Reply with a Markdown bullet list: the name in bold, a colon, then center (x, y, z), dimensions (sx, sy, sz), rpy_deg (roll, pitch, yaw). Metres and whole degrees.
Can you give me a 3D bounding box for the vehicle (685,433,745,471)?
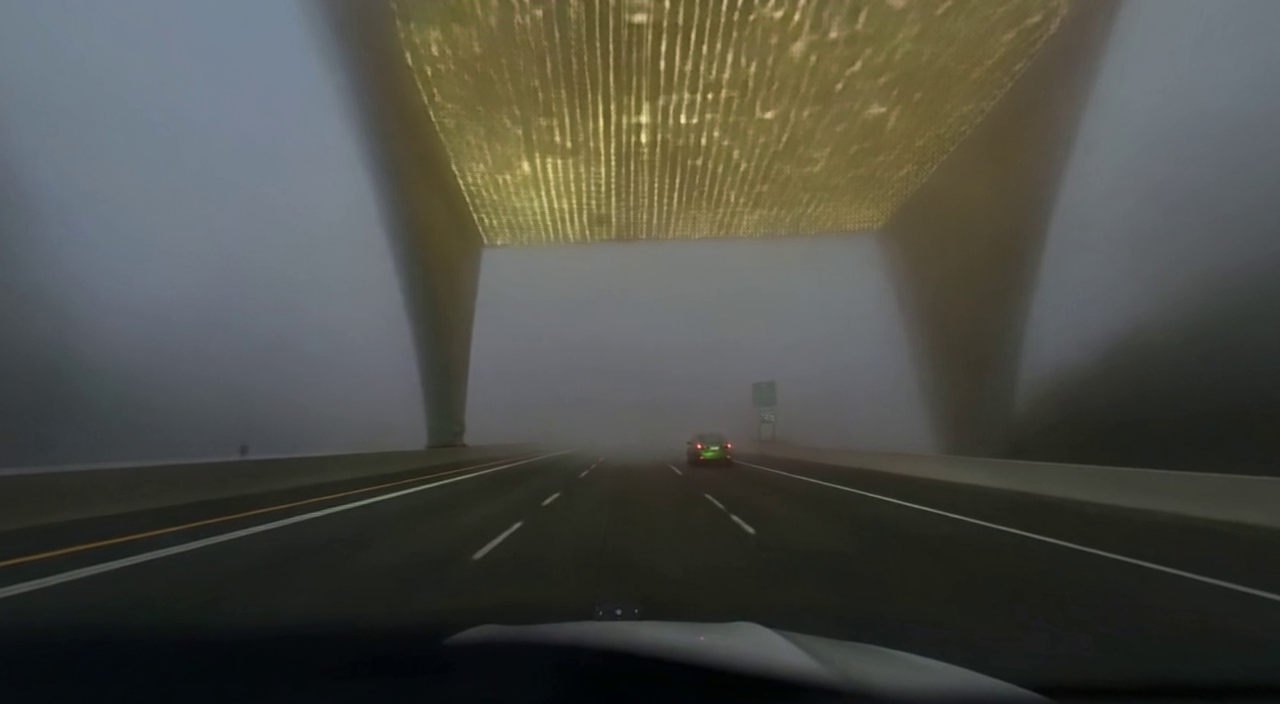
- **vehicle**: center (3.074, 4.186, 26.643), dimensions (1.946, 1.481, 3.969), rpy_deg (0, -8, -1)
